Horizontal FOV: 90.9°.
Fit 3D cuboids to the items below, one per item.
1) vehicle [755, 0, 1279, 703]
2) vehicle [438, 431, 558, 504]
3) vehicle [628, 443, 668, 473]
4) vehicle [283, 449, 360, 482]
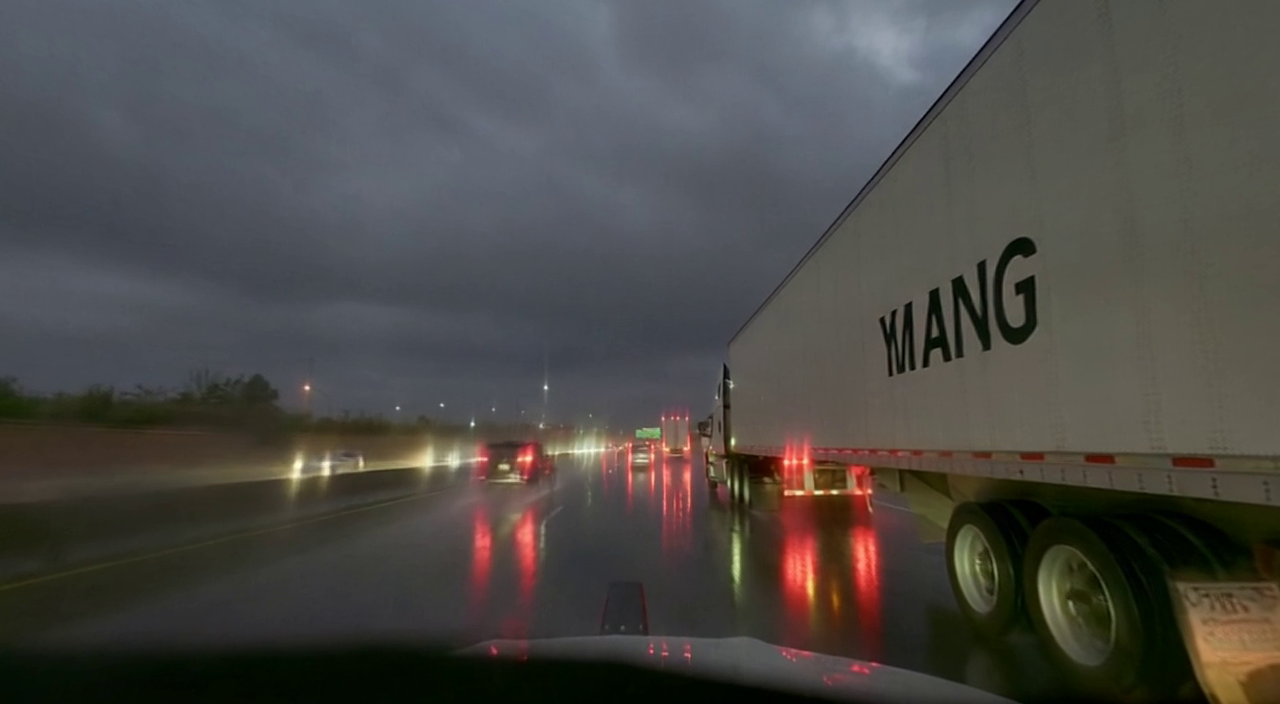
[{"bbox_3d":[3.867,0.280,7.041,2.821,4.077,12.562,0,-9,0],"label":"vehicle"},{"bbox_3d":[-3.725,3.149,17.648,2.091,1.722,4.974,-1,-9,1],"label":"vehicle"},{"bbox_3d":[0.404,5.707,34.215,2.063,1.469,4.208,0,-9,0],"label":"vehicle"},{"bbox_3d":[-19.080,6.787,38.069,2.101,1.782,4.793,0,-9,0],"label":"vehicle"}]
